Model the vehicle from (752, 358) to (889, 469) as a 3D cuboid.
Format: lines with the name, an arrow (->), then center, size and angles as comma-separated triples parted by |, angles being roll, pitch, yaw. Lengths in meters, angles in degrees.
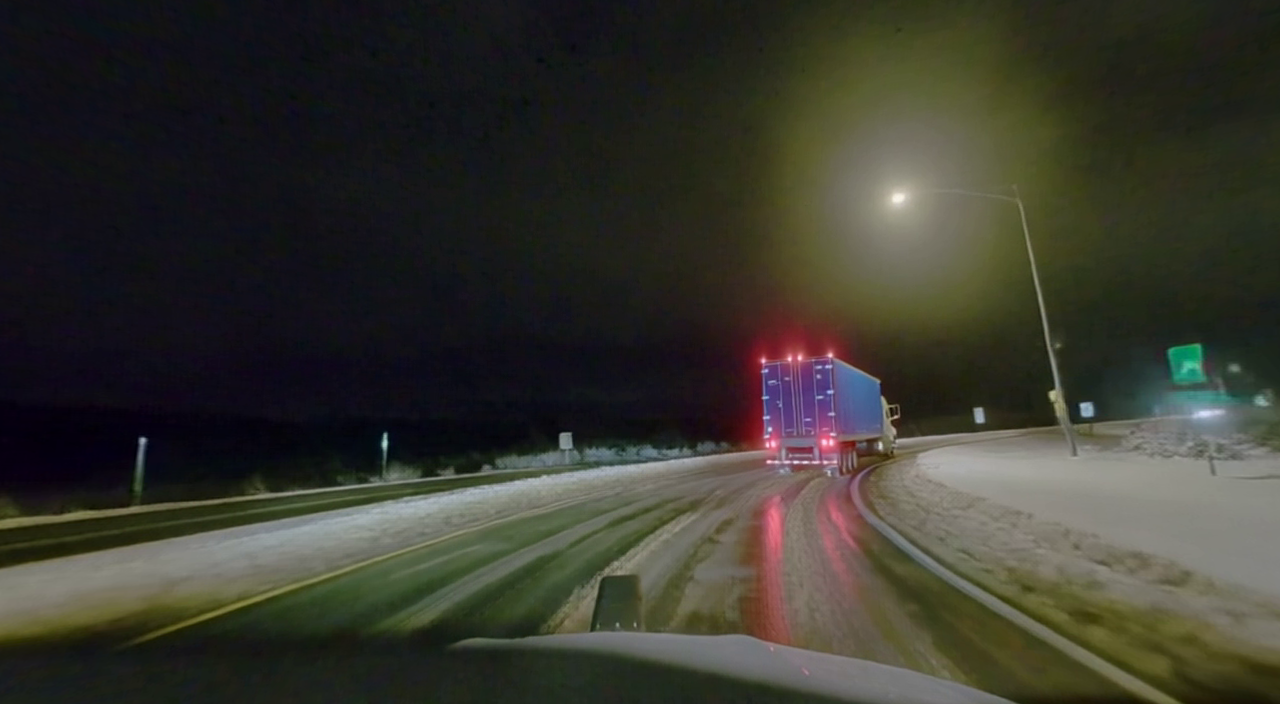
vehicle -> 7.953, 2.734, 26.376 | 2.837, 3.712, 10.484 | -5, -9, 30
